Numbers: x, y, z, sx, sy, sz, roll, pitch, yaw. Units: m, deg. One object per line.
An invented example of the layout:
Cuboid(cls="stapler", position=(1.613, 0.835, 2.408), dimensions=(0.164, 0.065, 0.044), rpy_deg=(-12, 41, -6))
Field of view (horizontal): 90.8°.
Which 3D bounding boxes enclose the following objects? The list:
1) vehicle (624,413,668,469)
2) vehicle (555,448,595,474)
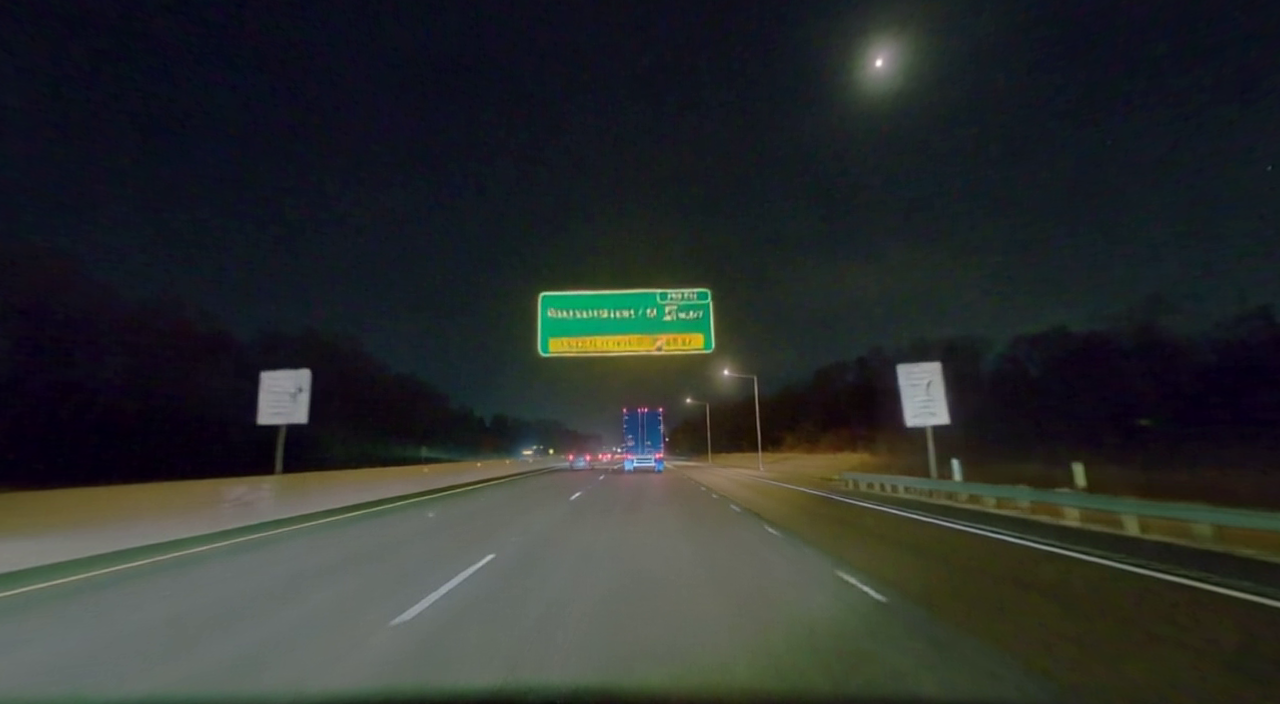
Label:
Cuboid(cls="vehicle", position=(0.269, 6.815, 47.931), dimensions=(2.864, 3.805, 9.500), rpy_deg=(0, -9, -2))
Cuboid(cls="vehicle", position=(-4.089, 6.903, 40.224), dimensions=(2.053, 1.523, 4.450), rpy_deg=(0, -9, 1))
